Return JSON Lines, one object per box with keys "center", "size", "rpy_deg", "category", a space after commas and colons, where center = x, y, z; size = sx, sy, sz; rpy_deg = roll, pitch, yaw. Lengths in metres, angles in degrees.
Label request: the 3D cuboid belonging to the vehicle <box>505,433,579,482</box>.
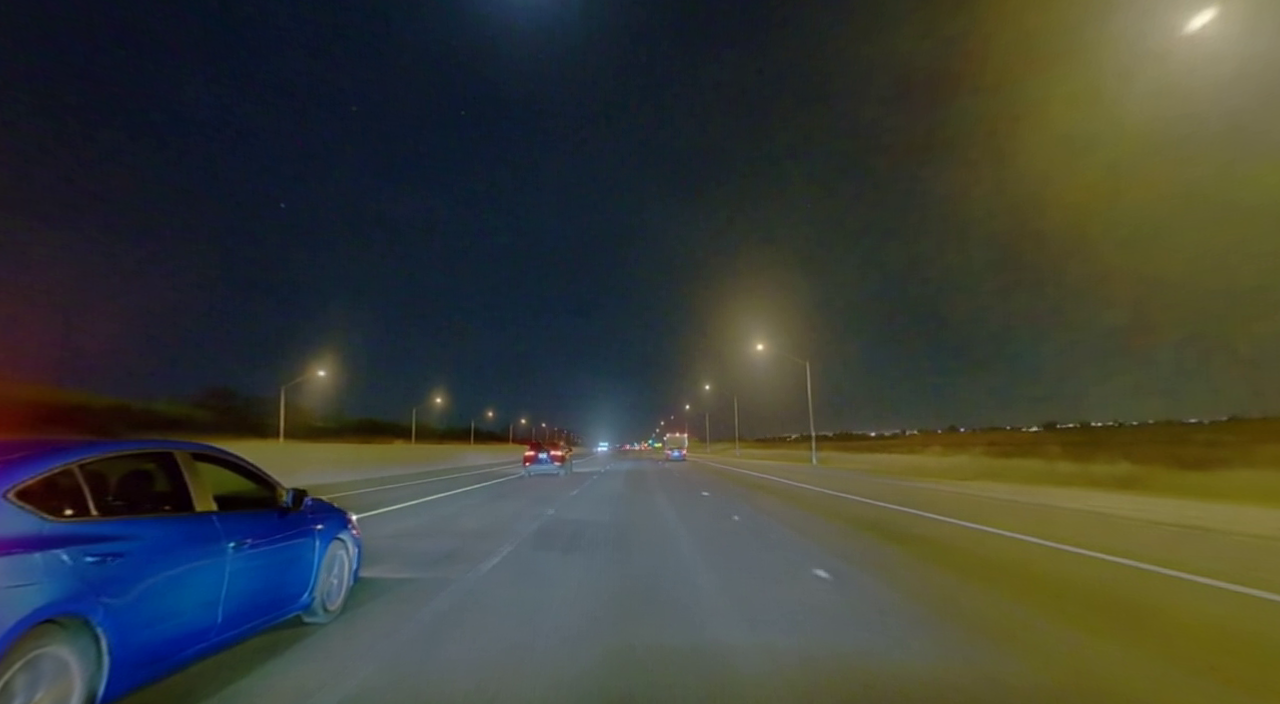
{"center": [-3.837, 4.261, 25.778], "size": [2.205, 1.773, 5.124], "rpy_deg": [0, -9, 0], "category": "vehicle"}
